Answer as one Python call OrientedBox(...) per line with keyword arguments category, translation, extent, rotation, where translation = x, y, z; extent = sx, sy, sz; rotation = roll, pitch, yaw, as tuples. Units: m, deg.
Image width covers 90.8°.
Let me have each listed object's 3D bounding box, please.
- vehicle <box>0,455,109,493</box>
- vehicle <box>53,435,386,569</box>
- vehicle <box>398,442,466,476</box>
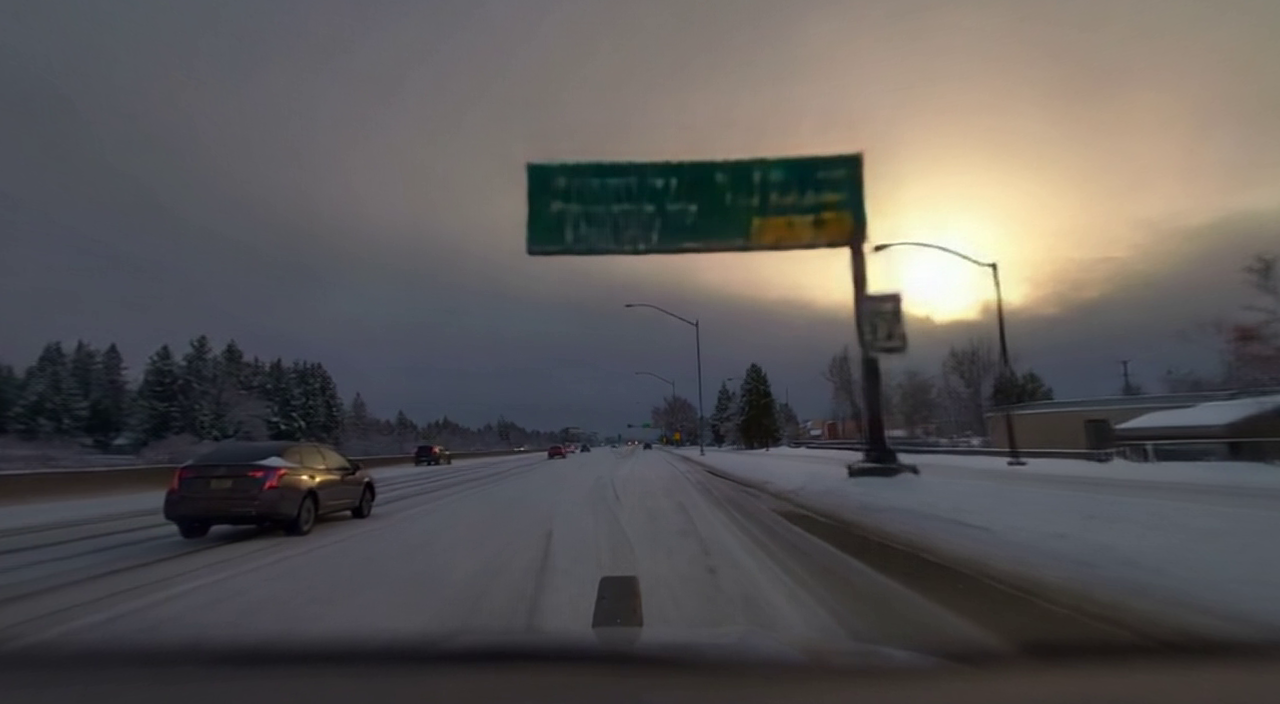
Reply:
OrientedBox(category="vehicle", translation=(-28.167, 5.748, 30.036), extent=(1.912, 1.503, 4.788), rotation=(0, -8, -3))
OrientedBox(category="vehicle", translation=(-5.727, 2.063, 9.594), extent=(1.940, 1.479, 4.777), rotation=(0, -9, -3))
OrientedBox(category="vehicle", translation=(-11.288, 5.834, 34.730), extent=(2.126, 1.671, 5.173), rotation=(0, -9, -2))
